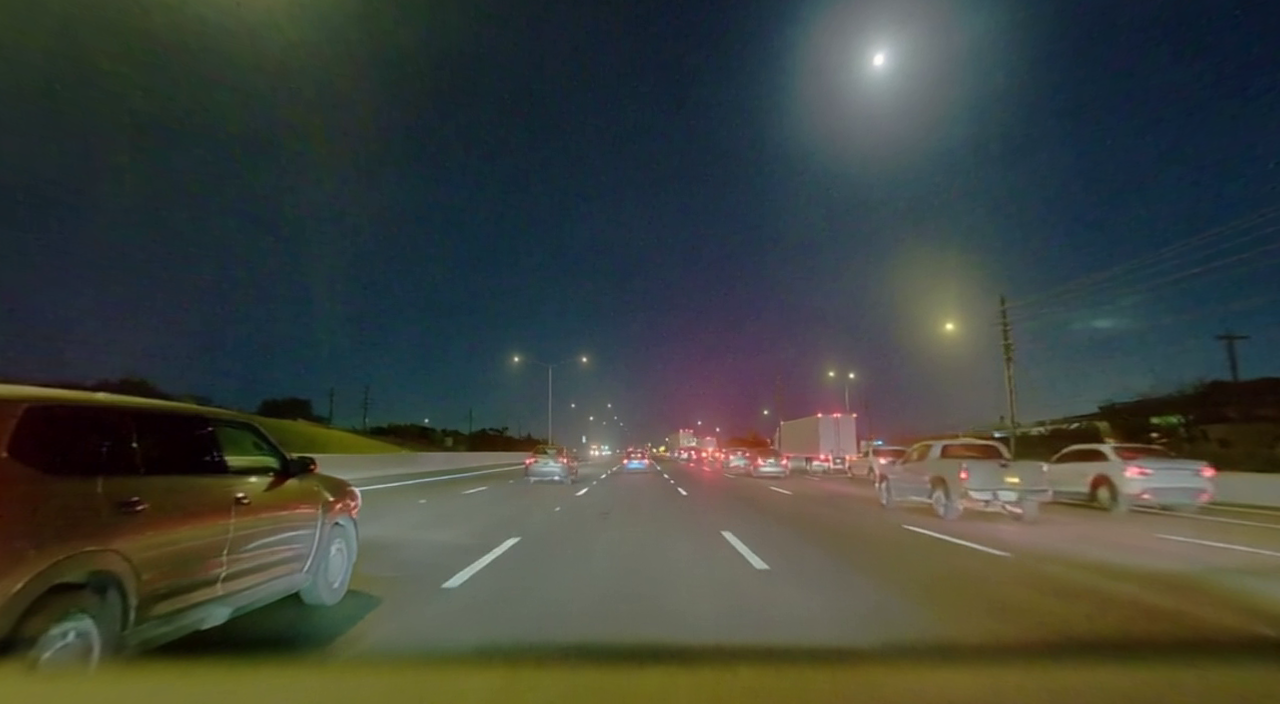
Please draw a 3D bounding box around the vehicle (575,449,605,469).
[{"bbox_3d":[-3.902,8.437,49.794,1.984,1.406,4.030,0,-9,1],"label":"vehicle"}]

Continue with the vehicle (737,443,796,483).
[{"bbox_3d":[5.470,4.832,27.717,1.956,1.576,4.211,0,-9,3],"label":"vehicle"}]

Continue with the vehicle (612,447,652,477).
[{"bbox_3d":[-0.420,5.941,34.422,2.060,1.508,4.308,0,-9,0],"label":"vehicle"}]

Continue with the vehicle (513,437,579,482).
[{"bbox_3d":[-4.047,4.725,28.006,2.147,1.825,4.602,0,-9,1],"label":"vehicle"}]

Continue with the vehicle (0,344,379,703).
[{"bbox_3d":[-3.453,0.982,3.397,2.127,1.705,4.374,0,-9,1],"label":"vehicle"}]

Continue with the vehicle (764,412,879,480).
[{"bbox_3d":[10.408,5.670,38.014,3.442,3.405,11.948,0,-9,0],"label":"vehicle"}]

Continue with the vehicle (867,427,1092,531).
[{"bbox_3d":[6.312,2.392,12.425,2.058,1.667,4.209,0,-9,0],"label":"vehicle"}]

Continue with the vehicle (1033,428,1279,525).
[{"bbox_3d":[10.884,2.584,13.620,1.975,1.720,4.285,0,-9,0],"label":"vehicle"}]
